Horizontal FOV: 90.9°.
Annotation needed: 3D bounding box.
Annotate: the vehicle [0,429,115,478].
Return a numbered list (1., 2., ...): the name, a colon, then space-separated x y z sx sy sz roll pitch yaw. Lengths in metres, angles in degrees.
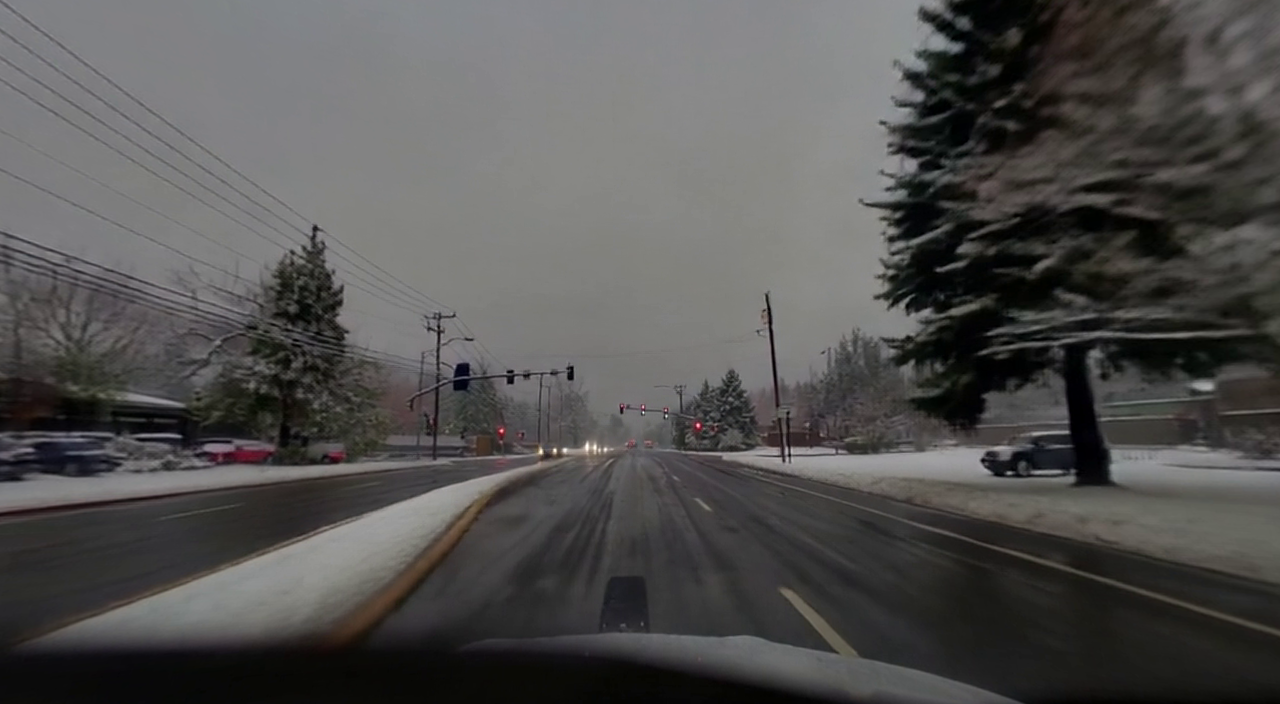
1. vehicle: -23.972 3.959 24.630 4.928 1.783 2.153 0 -8 1

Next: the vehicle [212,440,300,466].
1. vehicle: -23.493 6.192 38.669 4.116 1.548 1.923 0 -8 0

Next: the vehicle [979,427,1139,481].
1. vehicle: 14.297 3.460 21.593 4.276 1.703 2.088 2 -9 -14

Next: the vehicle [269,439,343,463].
1. vehicle: -23.394 6.924 44.192 4.043 1.551 1.988 -1 -9 2
